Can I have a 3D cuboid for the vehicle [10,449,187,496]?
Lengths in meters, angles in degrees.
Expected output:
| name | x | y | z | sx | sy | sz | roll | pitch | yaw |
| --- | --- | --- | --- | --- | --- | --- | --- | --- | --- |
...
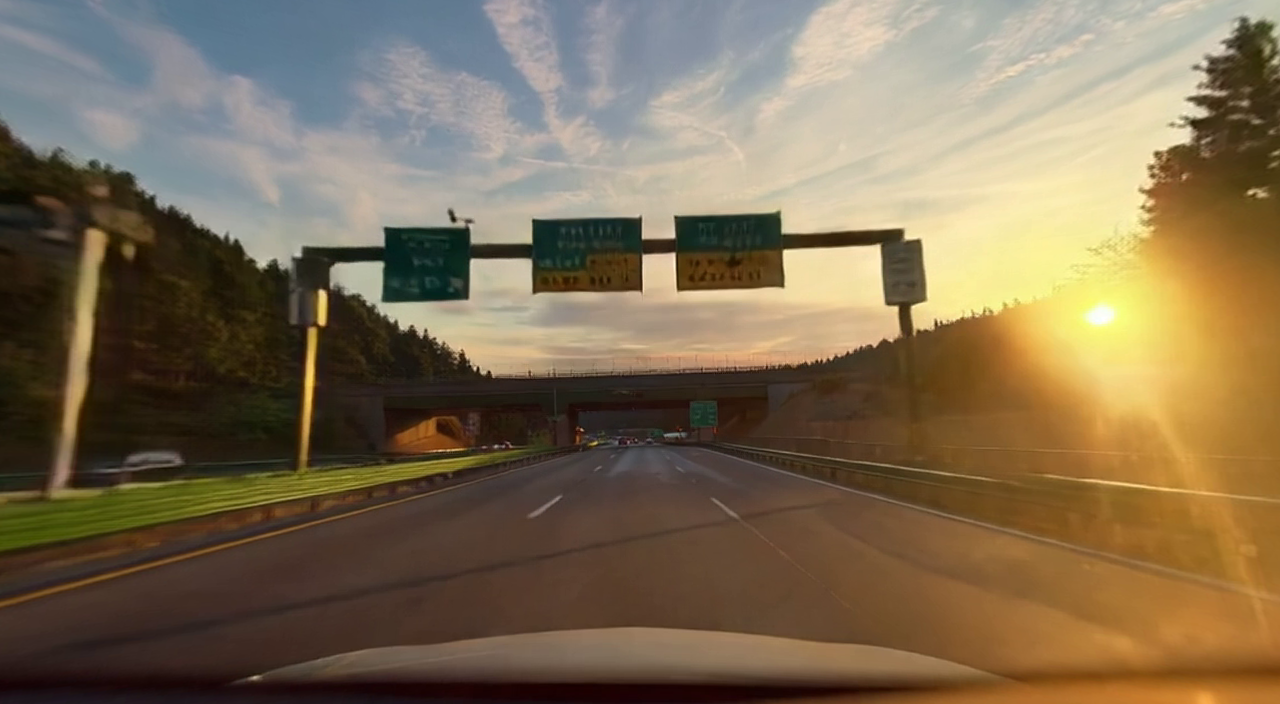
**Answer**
| name | x | y | z | sx | sy | sz | roll | pitch | yaw |
| --- | --- | --- | --- | --- | --- | --- | --- | --- | --- |
| vehicle | -19.139 | 4.234 | 22.661 | 2.167 | 1.427 | 4.906 | 0 | -8 | -3 |
